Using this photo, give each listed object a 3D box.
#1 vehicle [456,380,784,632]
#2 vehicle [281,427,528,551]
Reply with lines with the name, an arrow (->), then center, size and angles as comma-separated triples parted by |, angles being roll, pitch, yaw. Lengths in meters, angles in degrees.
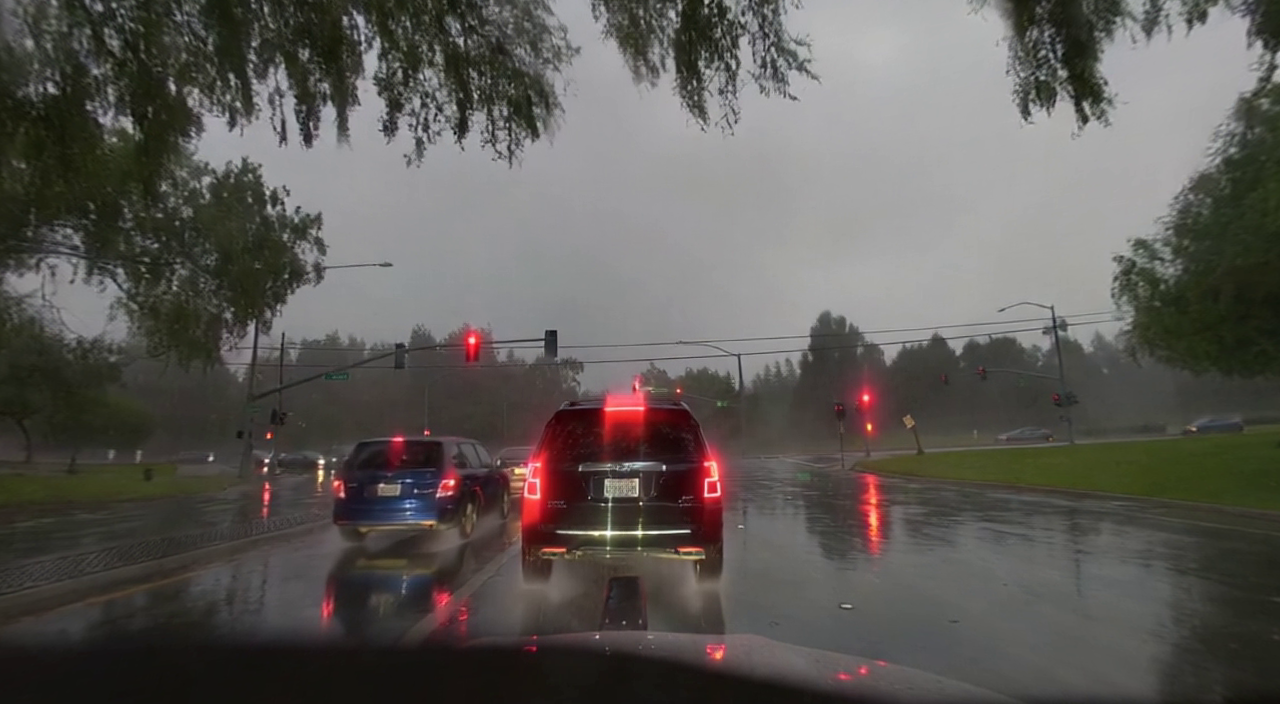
vehicle -> -0.162, 1.385, 6.598 | 2.298, 1.770, 4.138 | 0, -8, -1
vehicle -> -3.356, 2.067, 10.362 | 2.061, 1.504, 5.142 | 0, -8, 0
